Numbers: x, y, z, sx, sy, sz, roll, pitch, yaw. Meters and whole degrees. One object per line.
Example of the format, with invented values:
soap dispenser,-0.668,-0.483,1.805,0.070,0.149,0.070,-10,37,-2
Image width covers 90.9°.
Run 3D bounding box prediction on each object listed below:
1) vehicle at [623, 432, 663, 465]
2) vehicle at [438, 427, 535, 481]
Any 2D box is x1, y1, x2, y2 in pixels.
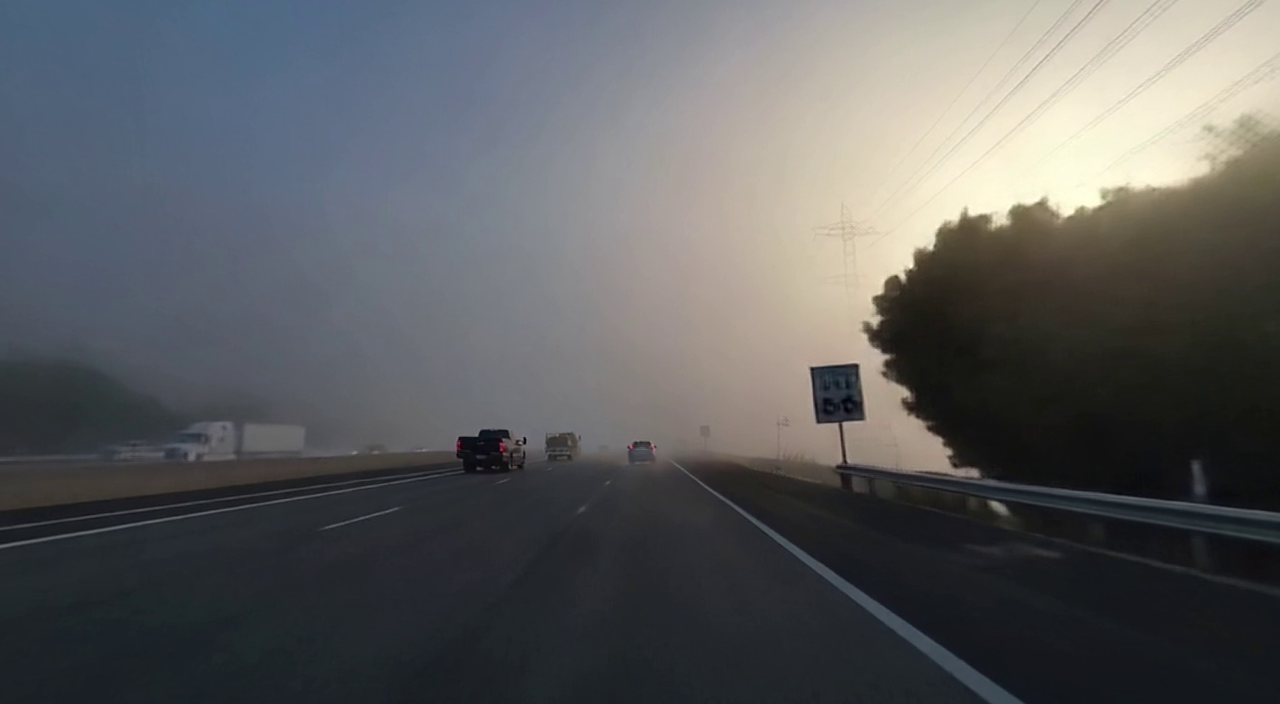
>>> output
vehicle,0.254,6.353,41.591,2.448,2.025,5.193,0,-8,1
vehicle,-6.312,4.306,27.000,2.460,1.992,6.474,0,-8,0
